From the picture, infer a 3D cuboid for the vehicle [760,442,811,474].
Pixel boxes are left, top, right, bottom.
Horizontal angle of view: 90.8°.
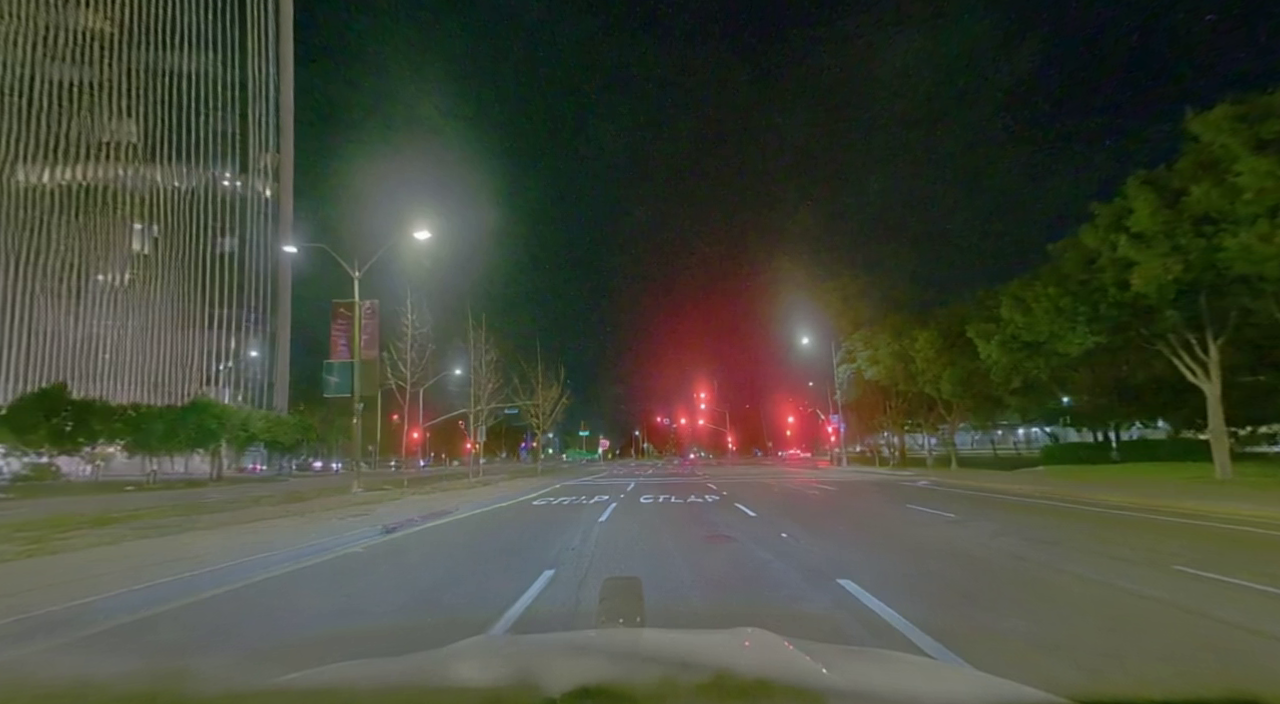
[{"bbox_3d":[9.019,6.604,39.571,2.156,1.881,4.743,0,-9,1],"label":"vehicle"}]
